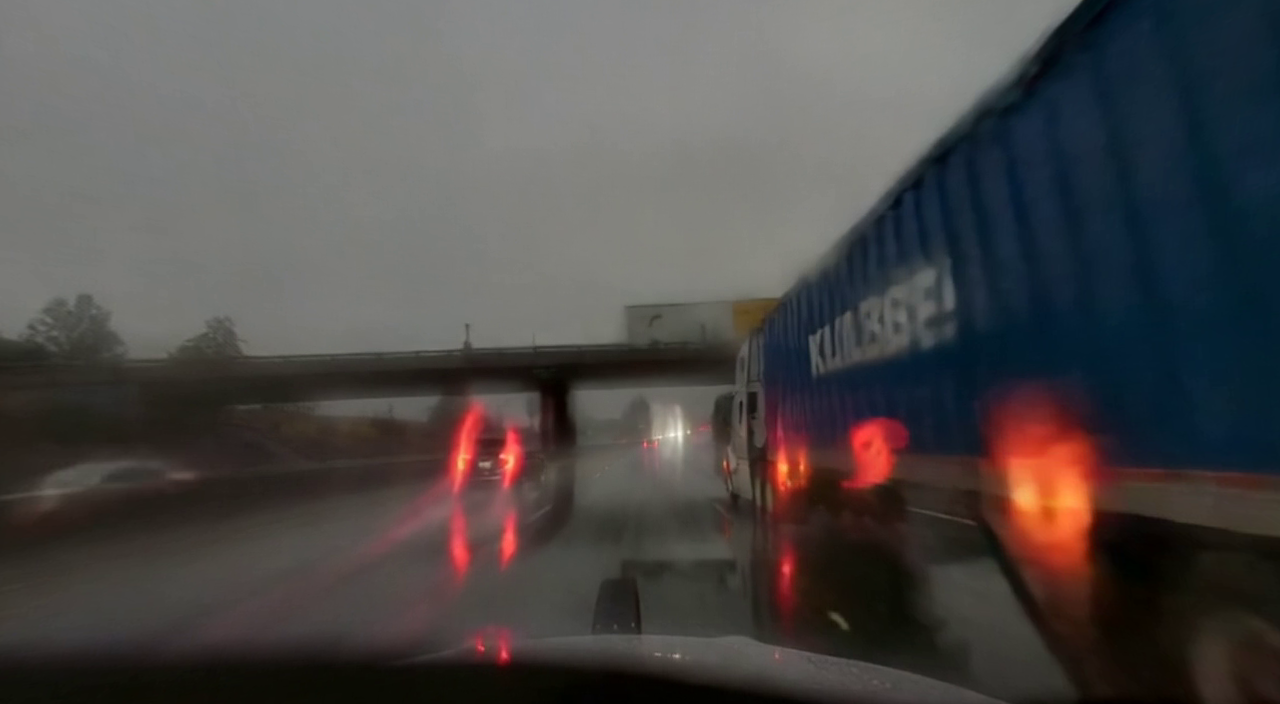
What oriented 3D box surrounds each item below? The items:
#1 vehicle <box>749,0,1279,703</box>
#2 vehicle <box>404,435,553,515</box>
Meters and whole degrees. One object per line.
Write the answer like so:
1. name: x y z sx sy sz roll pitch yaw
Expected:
1. vehicle: 3.839 0.415 6.037 3.306 3.531 11.717 0 -8 -1
2. vehicle: -3.503 2.740 14.724 2.276 1.551 4.484 0 -8 0
